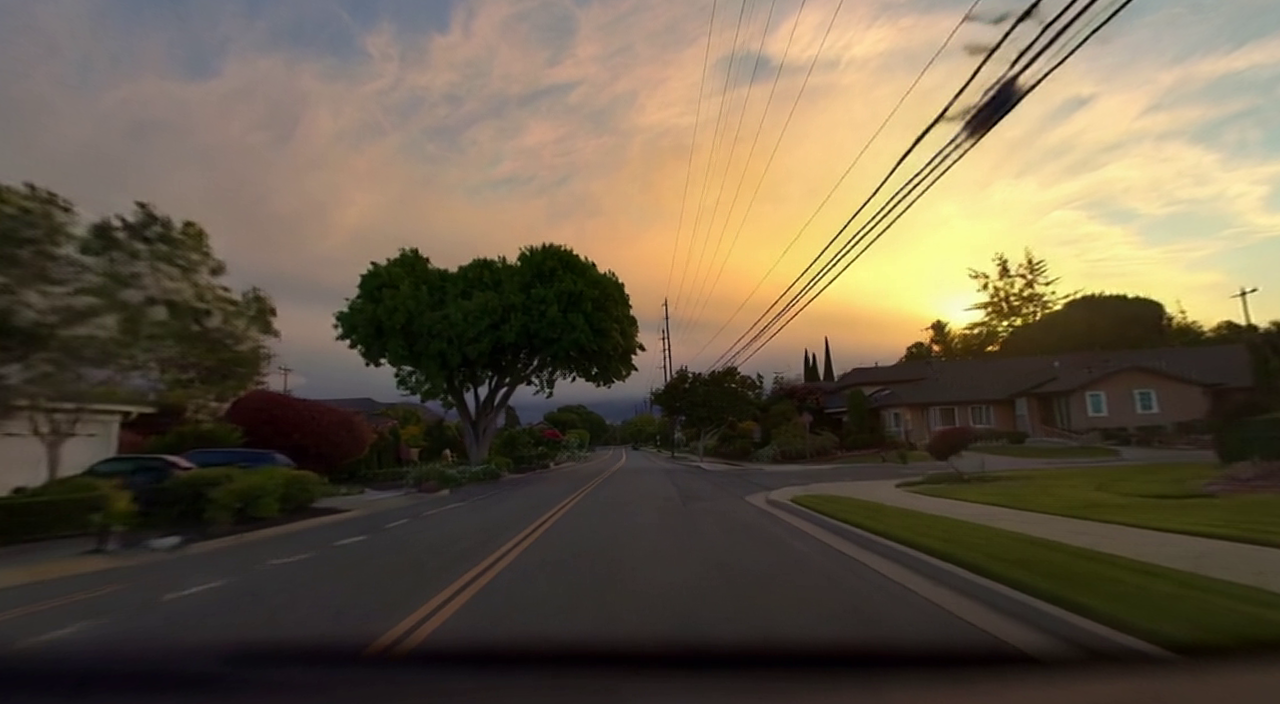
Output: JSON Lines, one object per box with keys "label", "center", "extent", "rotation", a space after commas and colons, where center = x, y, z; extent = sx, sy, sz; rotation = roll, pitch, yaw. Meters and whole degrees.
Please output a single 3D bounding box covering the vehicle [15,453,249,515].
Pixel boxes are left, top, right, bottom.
{"label": "vehicle", "center": [-14.095, 3.657, 17.833], "extent": [4.554, 1.535, 2.261], "rotation": [0, -8, -4]}
